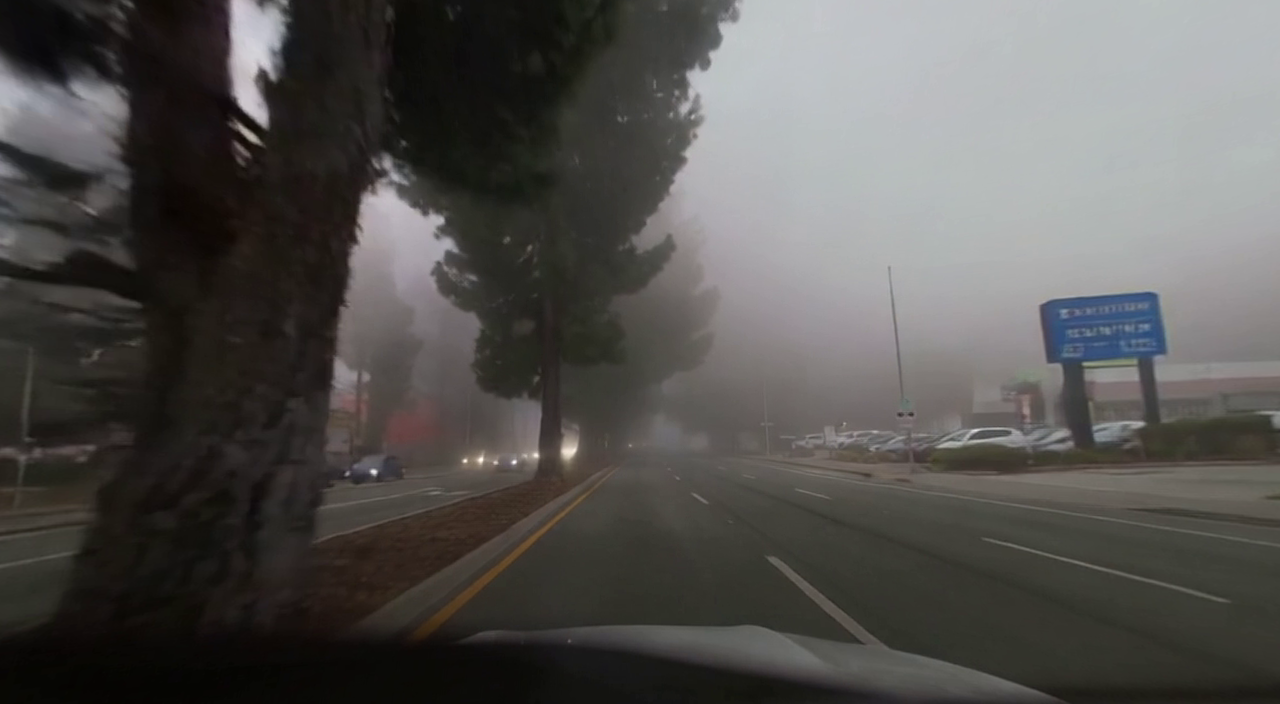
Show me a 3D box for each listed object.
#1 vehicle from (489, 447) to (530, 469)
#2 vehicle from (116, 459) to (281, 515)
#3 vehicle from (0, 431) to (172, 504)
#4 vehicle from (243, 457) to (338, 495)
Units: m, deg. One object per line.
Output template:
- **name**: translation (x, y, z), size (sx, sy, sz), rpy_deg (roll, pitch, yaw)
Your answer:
- **vehicle**: translation (-9.636, 7.827, 46.811), size (1.942, 1.468, 4.708), rpy_deg (0, -9, 1)
- **vehicle**: translation (-13.592, 4.133, 19.847), size (1.858, 1.454, 4.524), rpy_deg (-1, -9, 1)
- **vehicle**: translation (-36.290, 7.136, 38.954), size (2.908, 3.933, 16.577), rpy_deg (-3, -9, -3)
- **vehicle**: translation (-16.774, 5.953, 30.561), size (1.910, 1.589, 4.568), rpy_deg (0, -9, 1)
